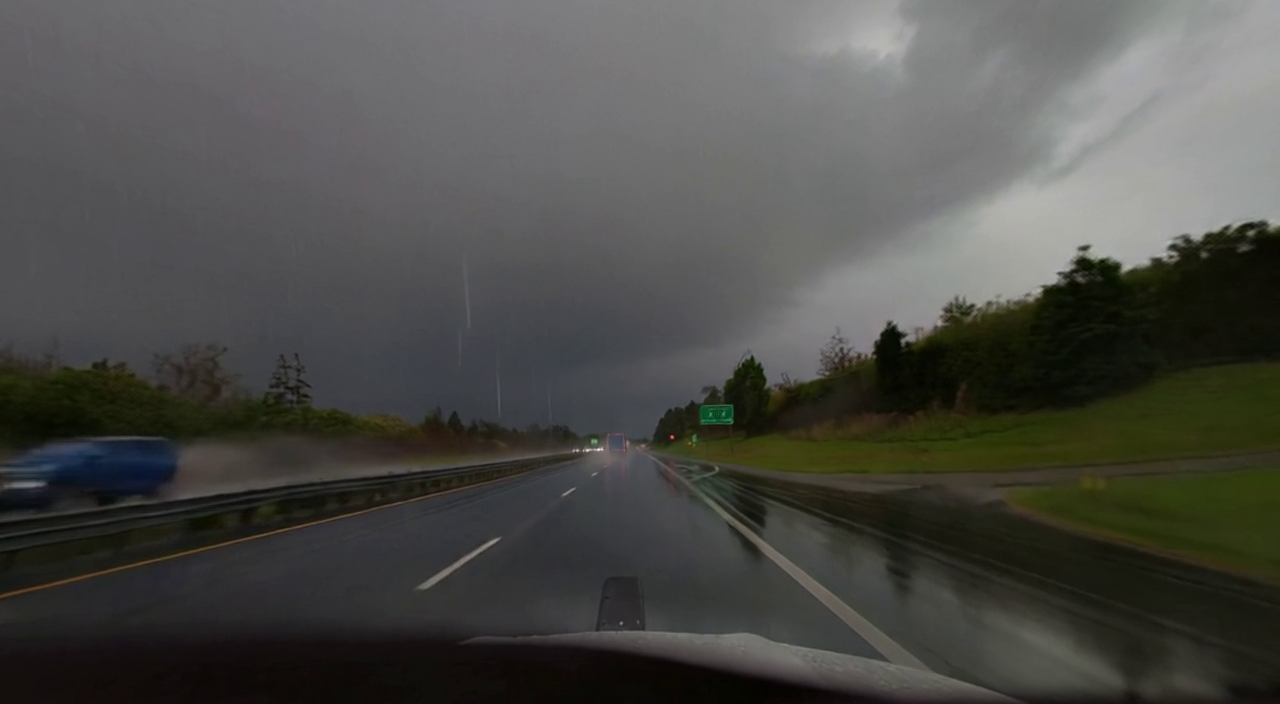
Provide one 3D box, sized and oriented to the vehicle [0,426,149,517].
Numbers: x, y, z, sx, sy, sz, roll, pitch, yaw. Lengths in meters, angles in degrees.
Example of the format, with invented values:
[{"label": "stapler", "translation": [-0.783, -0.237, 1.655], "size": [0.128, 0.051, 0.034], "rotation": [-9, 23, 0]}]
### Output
[{"label": "vehicle", "translation": [-12.197, 2.327, 12.569], "size": [1.975, 1.575, 3.441], "rotation": [0, -9, 0]}]
